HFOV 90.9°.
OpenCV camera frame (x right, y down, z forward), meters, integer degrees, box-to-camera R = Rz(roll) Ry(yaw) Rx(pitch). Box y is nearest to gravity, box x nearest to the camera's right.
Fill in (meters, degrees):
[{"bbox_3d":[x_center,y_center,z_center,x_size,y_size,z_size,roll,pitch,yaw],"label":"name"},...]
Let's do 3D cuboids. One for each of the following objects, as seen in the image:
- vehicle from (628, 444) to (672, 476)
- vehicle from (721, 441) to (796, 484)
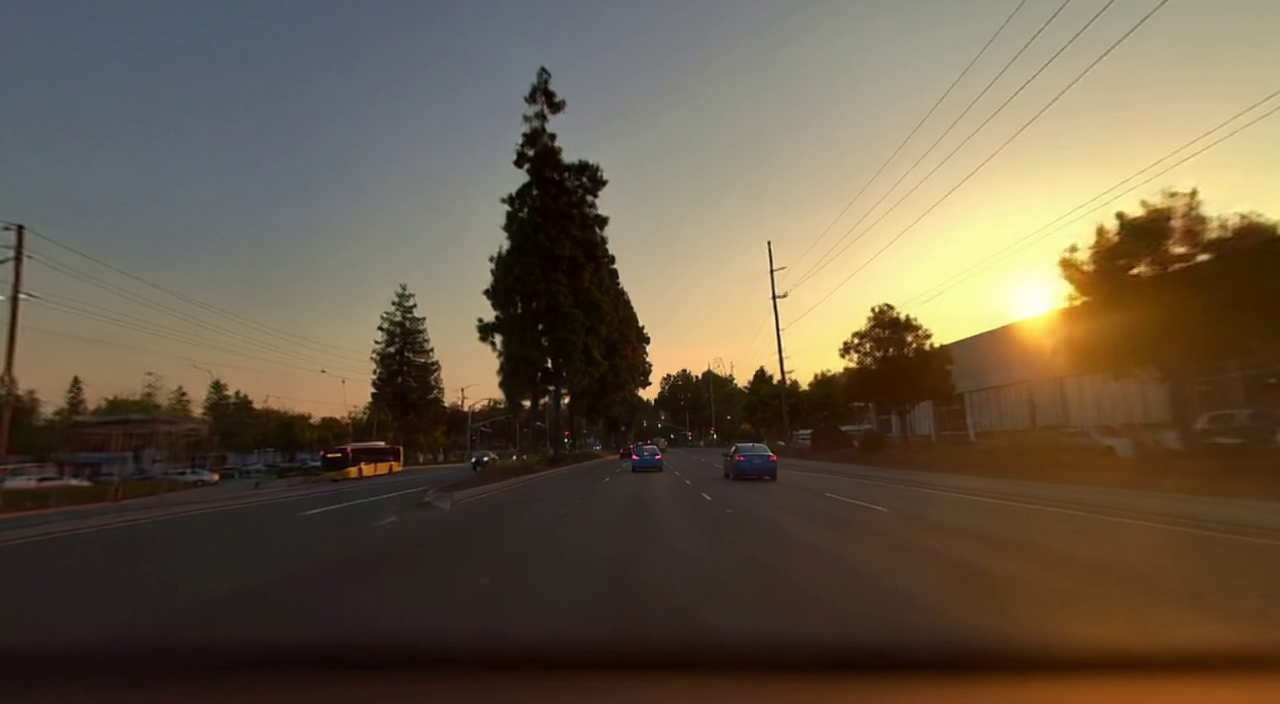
[{"bbox_3d":[0.504,5.598,32.994,2.144,1.505,4.128,0,-8,0],"label":"vehicle"},{"bbox_3d":[4.458,4.211,24.345,2.067,1.497,4.327,0,-8,0],"label":"vehicle"}]
